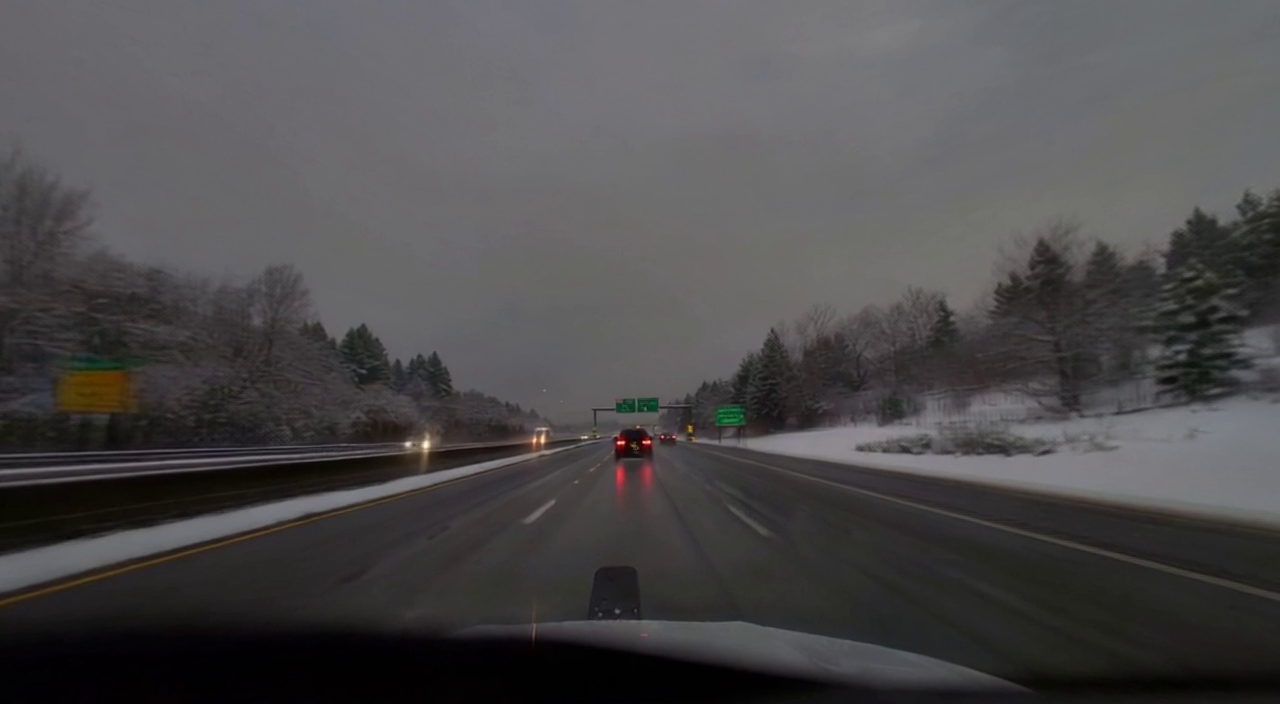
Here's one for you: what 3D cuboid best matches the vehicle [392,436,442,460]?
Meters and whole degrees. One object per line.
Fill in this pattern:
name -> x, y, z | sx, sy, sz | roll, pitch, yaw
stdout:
vehicle -> -15.914, 6.858, 45.302 | 1.992, 1.625, 4.290 | 0, -8, 0

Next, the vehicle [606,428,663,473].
vehicle -> -0.226, 3.826, 24.771 | 2.094, 1.600, 3.666 | 0, -8, -1
